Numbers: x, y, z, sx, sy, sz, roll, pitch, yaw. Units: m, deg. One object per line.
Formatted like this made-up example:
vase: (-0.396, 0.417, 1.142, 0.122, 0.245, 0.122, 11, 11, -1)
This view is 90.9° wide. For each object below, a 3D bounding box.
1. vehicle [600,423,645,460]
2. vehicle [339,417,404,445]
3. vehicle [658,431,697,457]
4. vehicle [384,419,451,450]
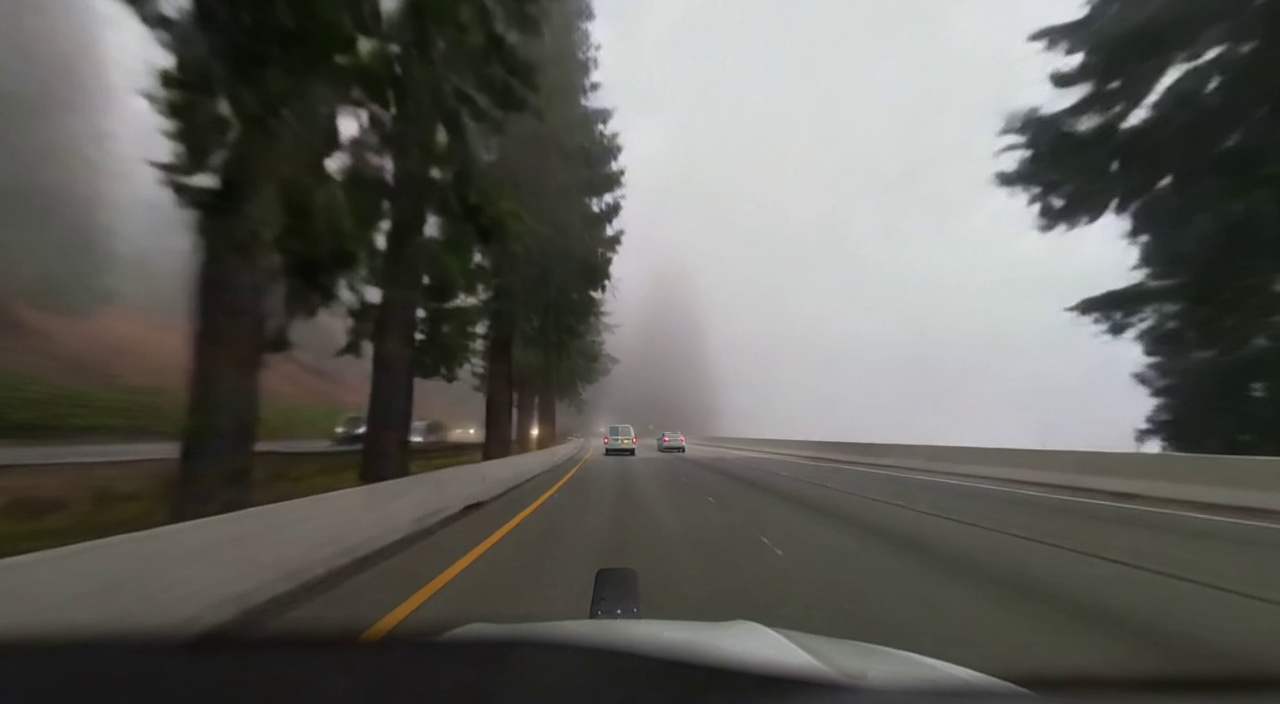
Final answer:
vehicle: (-0.993, 5.105, 36.097, 2.403, 1.994, 4.683, 0, -8, -2)
vehicle: (-15.566, 4.631, 36.754, 1.882, 1.524, 4.382, 0, -8, 0)
vehicle: (2.362, 5.897, 40.610, 1.996, 1.589, 3.715, 0, -8, -4)
vehicle: (-11.435, 4.295, 32.665, 2.066, 1.473, 3.837, 0, -8, -1)
